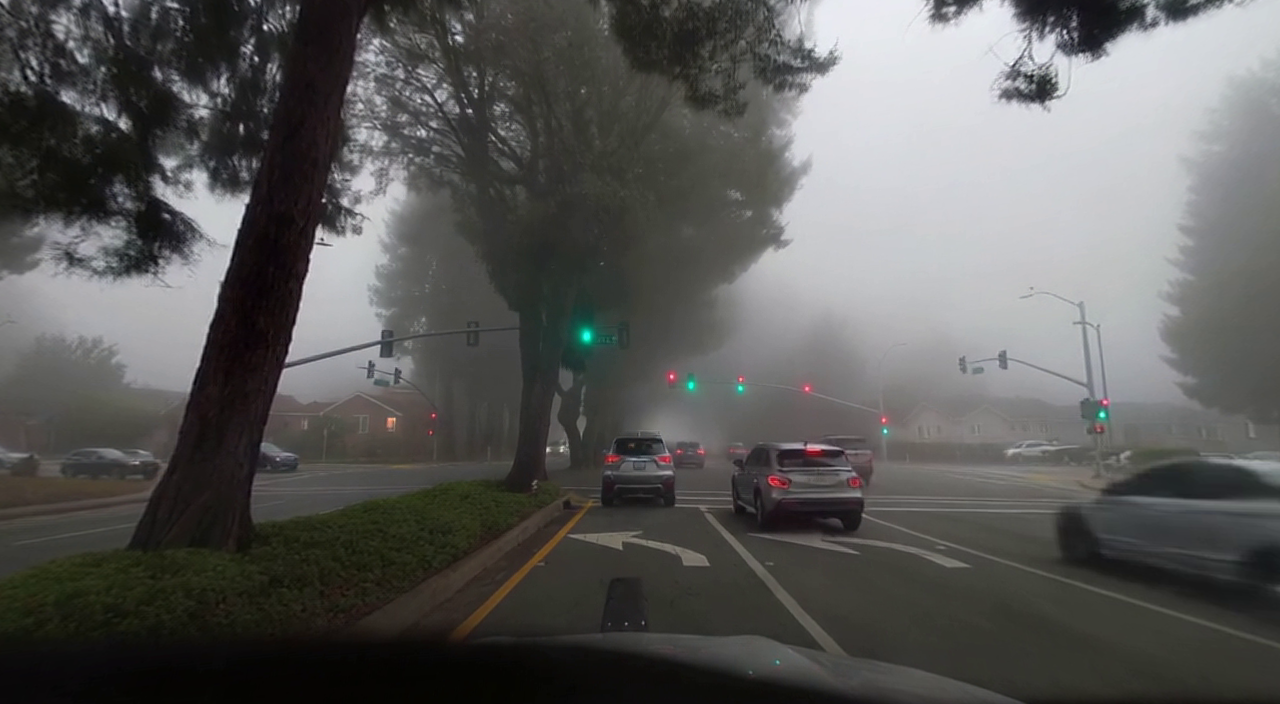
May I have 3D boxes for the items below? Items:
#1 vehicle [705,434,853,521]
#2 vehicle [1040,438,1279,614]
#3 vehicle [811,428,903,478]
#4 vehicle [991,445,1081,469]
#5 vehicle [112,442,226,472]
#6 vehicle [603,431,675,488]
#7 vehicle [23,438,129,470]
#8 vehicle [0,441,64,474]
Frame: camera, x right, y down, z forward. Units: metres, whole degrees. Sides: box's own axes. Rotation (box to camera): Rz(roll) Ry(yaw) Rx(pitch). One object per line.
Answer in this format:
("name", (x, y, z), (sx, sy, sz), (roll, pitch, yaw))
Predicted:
("vehicle", (2.614, 2.481, 13.064), (2.009, 1.480, 4.423), (0, -8, -1))
("vehicle", (6.266, 1.569, 6.080), (1.900, 1.440, 4.466), (0, -8, 1))
("vehicle", (9.448, 4.454, 27.979), (2.207, 1.990, 5.173), (0, -8, 0))
("vehicle", (29.728, 7.887, 47.404), (5.366, 1.653, 2.044), (1, -9, -1))
("vehicle", (-26.342, 5.880, 35.409), (4.724, 1.630, 1.968), (0, -8, -3))
("vehicle", (-0.134, 3.512, 20.906), (2.099, 1.705, 4.020), (0, -8, -4))
("vehicle", (-36.866, 6.630, 41.273), (4.771, 1.778, 2.032), (3, -8, -3))
("vehicle", (-35.031, 5.767, 34.710), (4.465, 1.693, 1.959), (2, -9, -1))
